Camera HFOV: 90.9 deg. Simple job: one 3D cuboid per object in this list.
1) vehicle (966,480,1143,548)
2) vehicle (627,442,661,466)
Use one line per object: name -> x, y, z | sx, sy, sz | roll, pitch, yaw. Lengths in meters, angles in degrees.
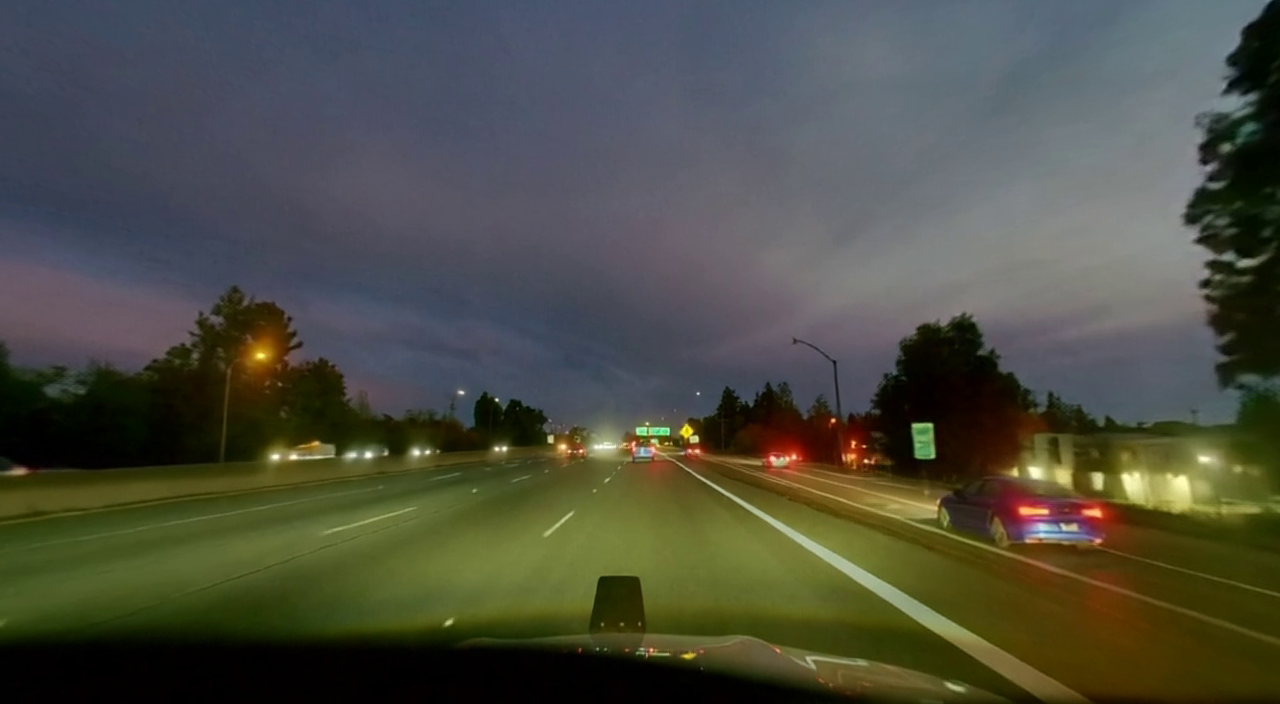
vehicle -> 16.036, 6.255, 25.002 | 2.599, 1.962, 5.759 | 1, -8, -7
vehicle -> 0.263, 6.546, 40.595 | 2.051, 1.443, 3.770 | -1, -8, 1
